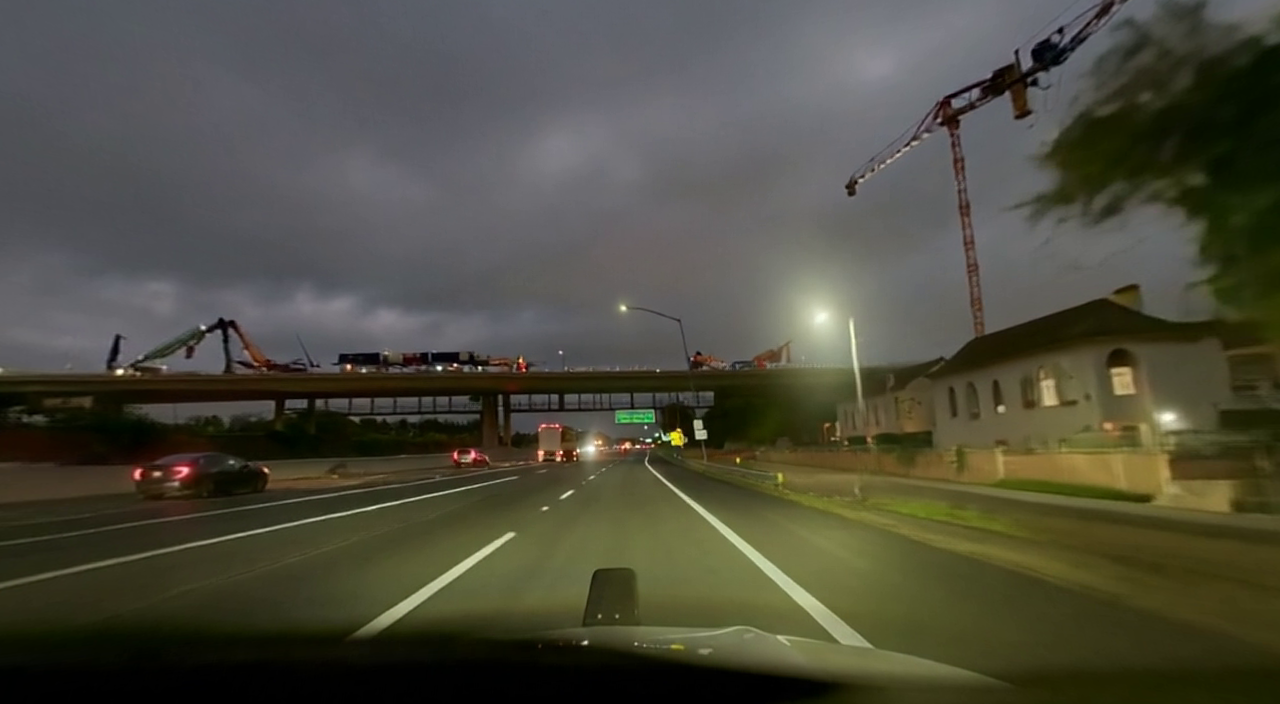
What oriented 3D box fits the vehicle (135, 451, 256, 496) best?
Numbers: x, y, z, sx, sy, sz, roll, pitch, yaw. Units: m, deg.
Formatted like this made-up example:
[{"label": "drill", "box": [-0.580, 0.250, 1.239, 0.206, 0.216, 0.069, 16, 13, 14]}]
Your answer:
[{"label": "vehicle", "box": [-19.228, 5.239, 27.640, 1.932, 1.752, 4.541, 0, -8, 0]}]
